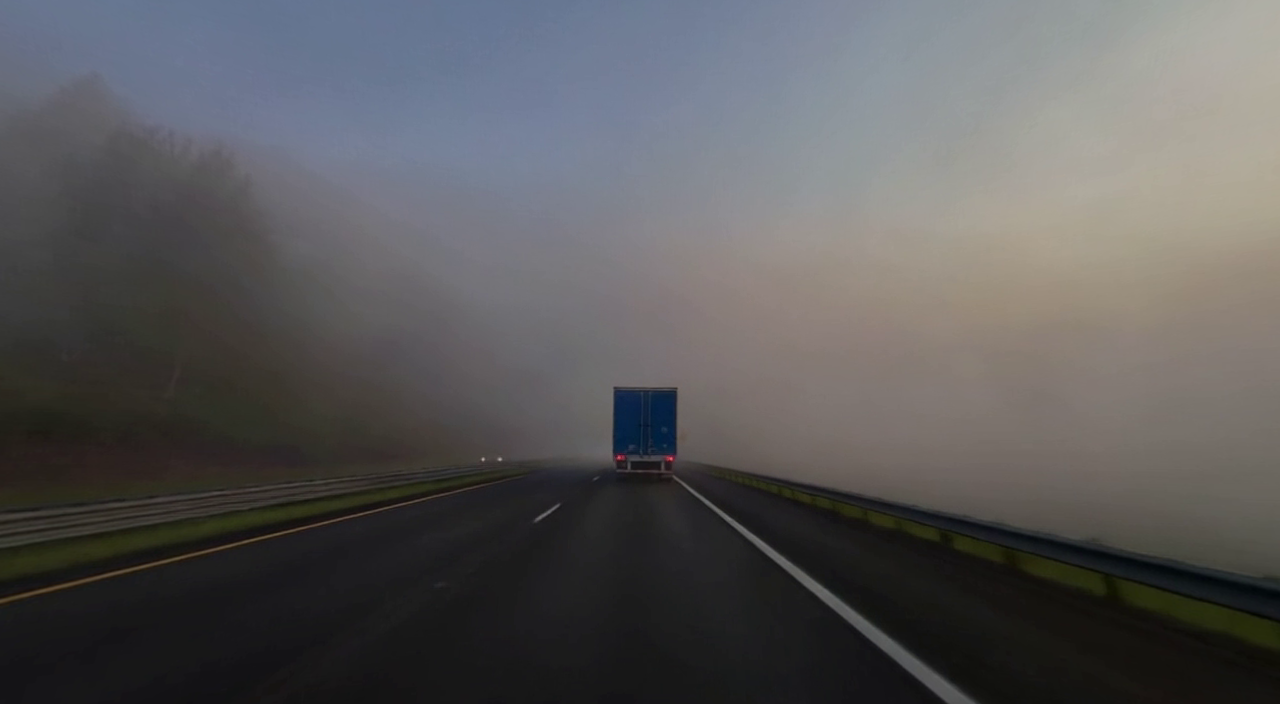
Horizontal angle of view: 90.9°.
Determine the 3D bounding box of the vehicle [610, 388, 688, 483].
[{"bbox_3d":[0.205,3.791,27.962,2.913,3.530,8.648,0,-9,-2],"label":"vehicle"}]
